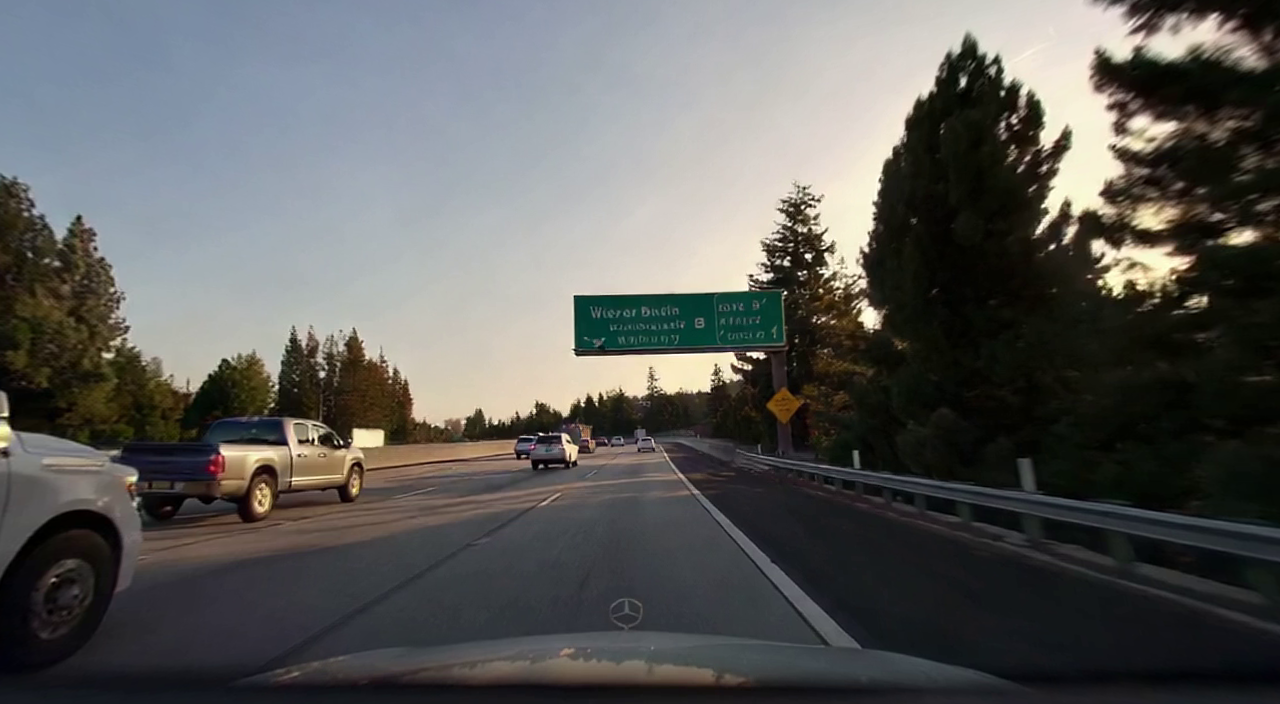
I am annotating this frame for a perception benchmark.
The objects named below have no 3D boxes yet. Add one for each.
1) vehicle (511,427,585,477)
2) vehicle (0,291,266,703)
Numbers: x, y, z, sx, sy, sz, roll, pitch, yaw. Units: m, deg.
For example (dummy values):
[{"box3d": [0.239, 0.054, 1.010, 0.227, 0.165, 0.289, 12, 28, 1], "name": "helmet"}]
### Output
[{"box3d": [-3.558, 3.995, 25.270, 2.142, 1.789, 5.009, 0, -8, 1], "name": "vehicle"}, {"box3d": [-3.767, 0.631, 2.093, 2.079, 1.929, 4.748, 0, -8, 0], "name": "vehicle"}]
